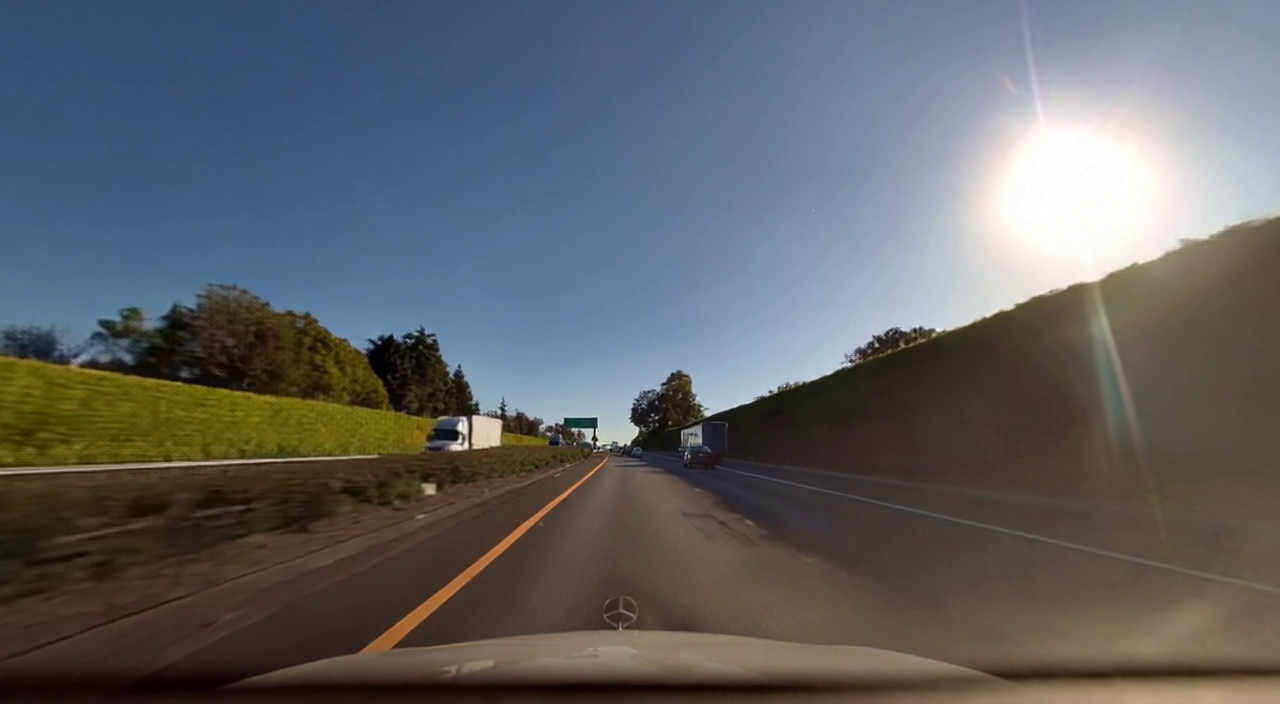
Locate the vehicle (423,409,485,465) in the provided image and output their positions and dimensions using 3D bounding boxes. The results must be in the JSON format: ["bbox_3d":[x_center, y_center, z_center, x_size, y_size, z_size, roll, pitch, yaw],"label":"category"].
[{"bbox_3d":[-14.191,6.599,48.289,3.118,3.986,5.803,0,-9,-2],"label":"vehicle"}]

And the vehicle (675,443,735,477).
[{"bbox_3d":[3.074,5.277,30.822,2.244,1.498,4.338,0,-9,-3],"label":"vehicle"}]
